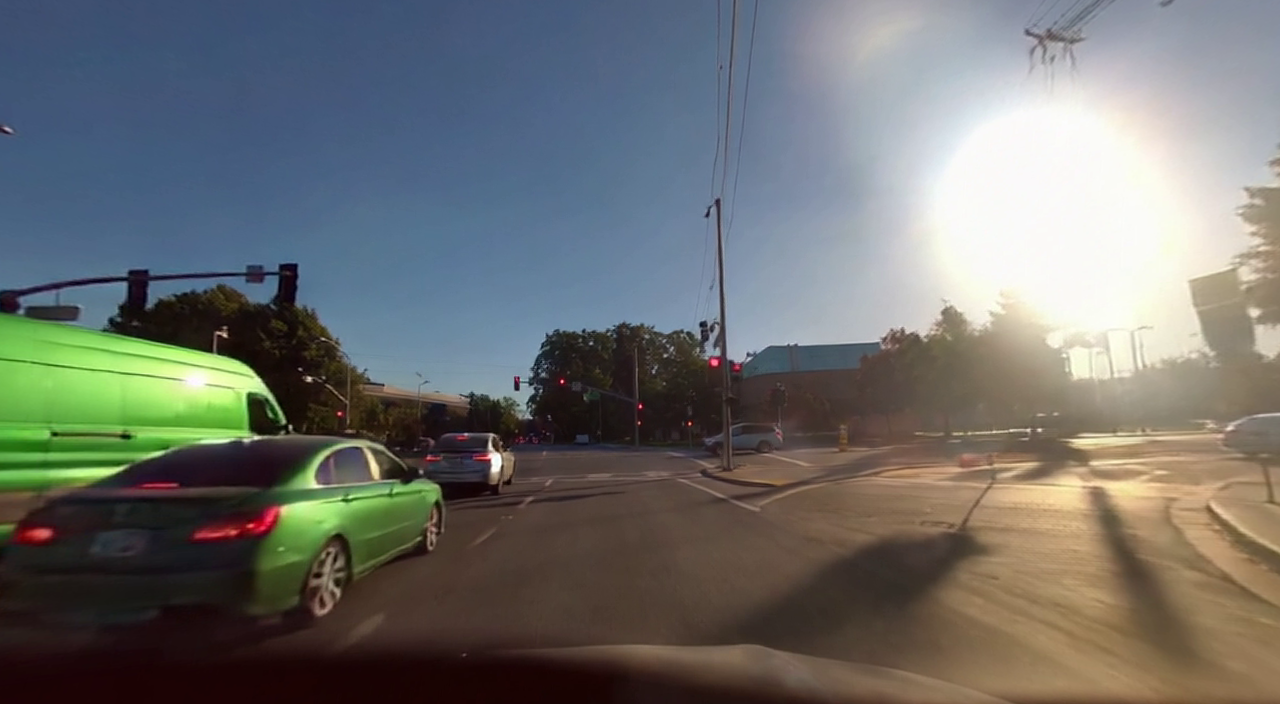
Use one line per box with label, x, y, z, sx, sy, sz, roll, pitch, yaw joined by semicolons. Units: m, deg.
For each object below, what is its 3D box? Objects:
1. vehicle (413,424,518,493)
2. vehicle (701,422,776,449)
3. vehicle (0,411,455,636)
vehicle;-4.415;2.767;16.521;1.815;1.569;3.940;1;-9;-3
vehicle;6.604;5.642;42.321;4.884;1.714;2.021;-1;-9;9
vehicle;-3.581;1.499;6.556;2.019;1.485;4.565;0;-9;-1
